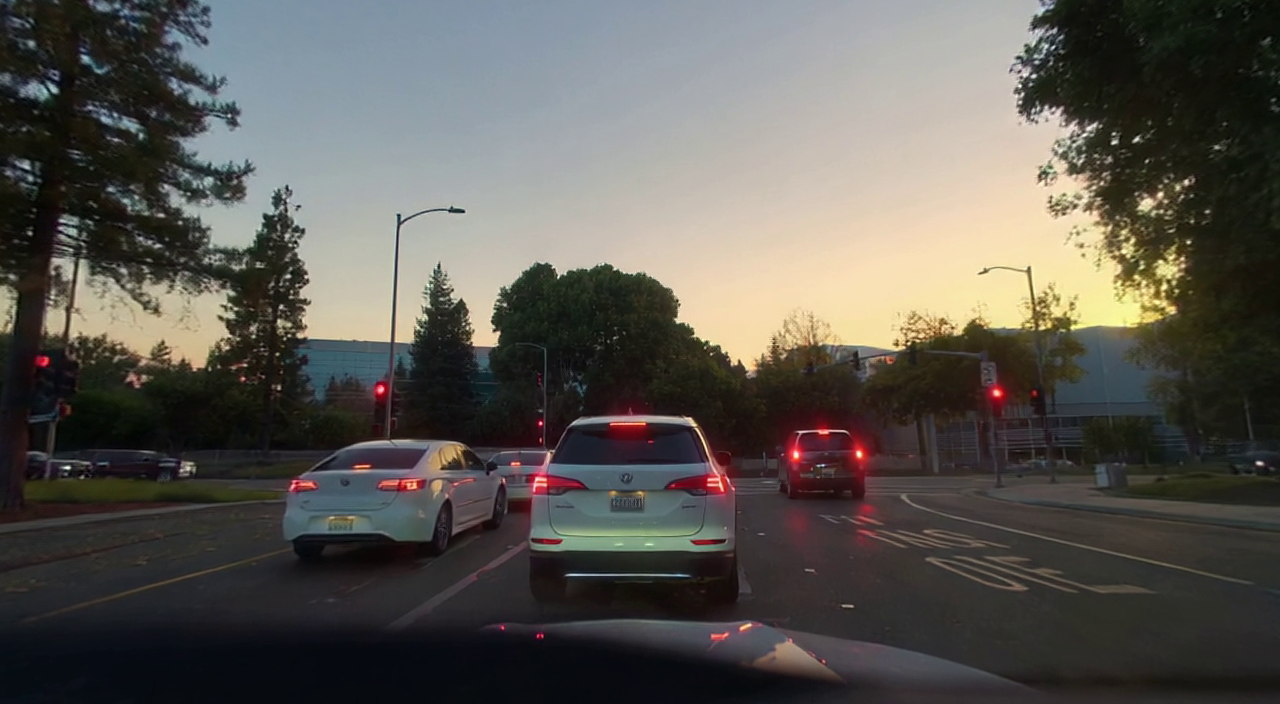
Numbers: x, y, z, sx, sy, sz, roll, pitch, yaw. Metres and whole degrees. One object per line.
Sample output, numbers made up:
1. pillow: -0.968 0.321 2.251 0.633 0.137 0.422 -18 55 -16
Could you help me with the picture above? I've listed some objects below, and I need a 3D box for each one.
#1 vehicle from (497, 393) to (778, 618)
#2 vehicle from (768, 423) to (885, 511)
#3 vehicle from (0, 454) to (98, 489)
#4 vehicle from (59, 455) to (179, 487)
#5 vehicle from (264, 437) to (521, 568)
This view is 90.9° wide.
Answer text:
1. vehicle: -0.028 1.524 7.183 2.203 1.757 4.286 0 -8 0
2. vehicle: 4.808 3.008 16.929 2.084 2.053 4.073 -1 -8 4
3. vehicle: -27.108 5.268 27.930 4.198 1.444 1.765 2 -9 -15
4. vehicle: -25.993 5.943 31.598 4.140 1.444 1.742 2 -9 -15
5. vehicle: -3.209 2.018 9.335 1.913 1.453 4.413 0 -8 2
